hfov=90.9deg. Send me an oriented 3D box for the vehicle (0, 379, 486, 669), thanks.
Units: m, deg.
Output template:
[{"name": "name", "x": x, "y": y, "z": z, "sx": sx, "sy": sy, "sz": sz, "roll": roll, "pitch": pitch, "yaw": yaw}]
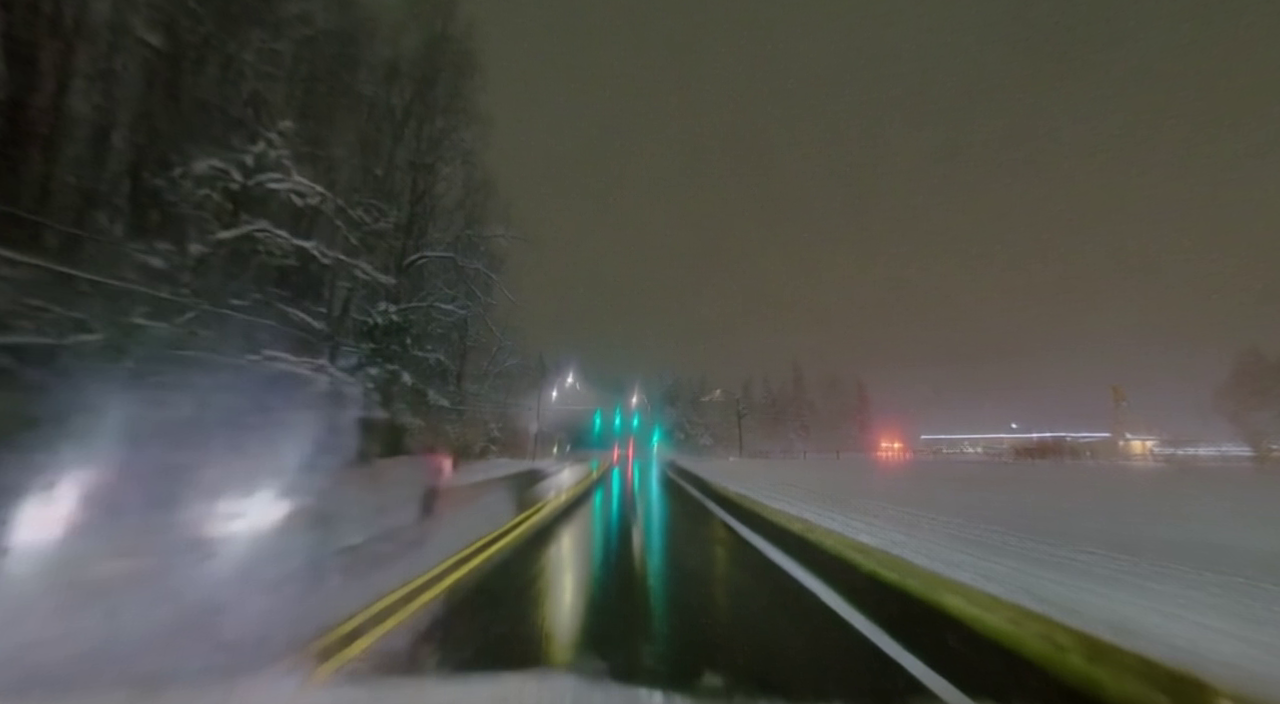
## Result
[{"name": "vehicle", "x": -3.895, "y": 1.625, "z": 7.492, "sx": 2.531, "sy": 1.923, "sz": 6.417, "roll": 0, "pitch": -9, "yaw": 0}]
